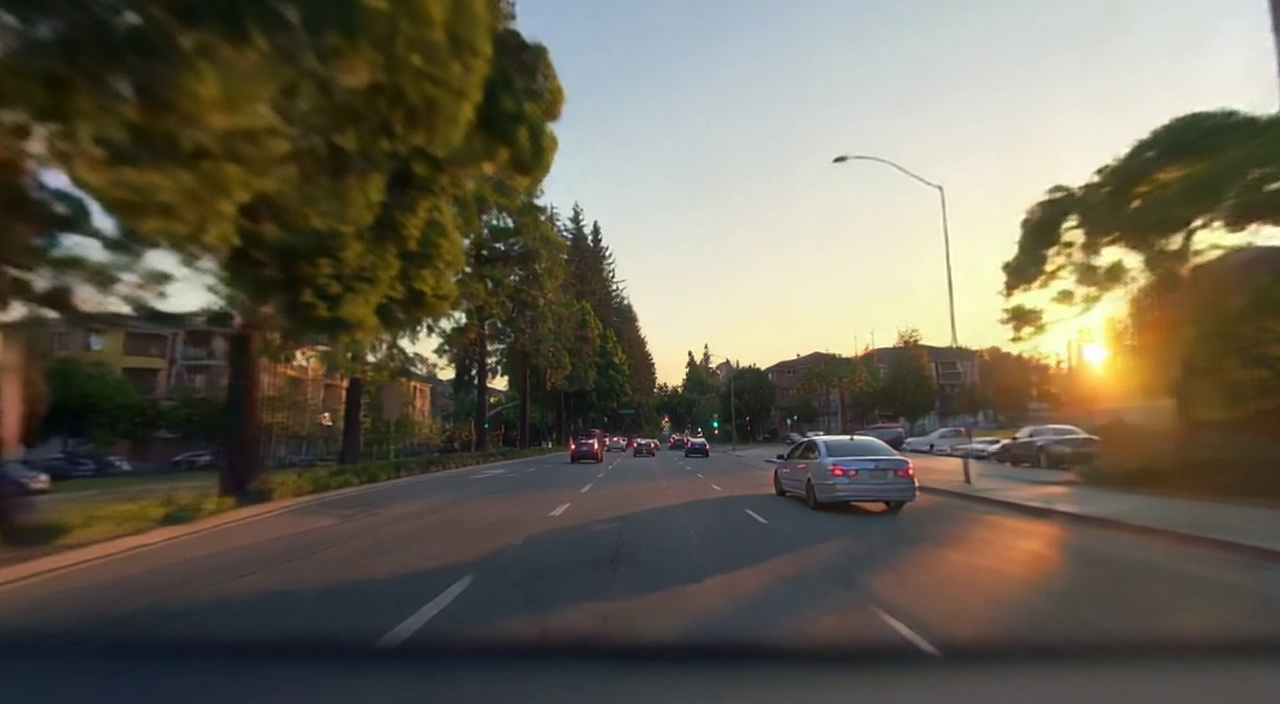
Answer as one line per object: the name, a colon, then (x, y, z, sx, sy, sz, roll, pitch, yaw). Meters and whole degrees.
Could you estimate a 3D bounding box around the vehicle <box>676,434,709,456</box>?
vehicle: (4.026, 7.235, 49.034, 2.137, 1.646, 4.488, 0, -9, 0)

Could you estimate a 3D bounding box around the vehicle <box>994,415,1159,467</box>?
vehicle: (15.748, 3.257, 22.953, 4.410, 1.795, 2.078, 0, -9, -1)

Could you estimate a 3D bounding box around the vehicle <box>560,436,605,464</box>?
vehicle: (-3.190, 5.592, 35.987, 2.049, 1.485, 4.656, 0, -8, 1)

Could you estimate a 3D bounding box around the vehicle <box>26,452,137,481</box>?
vehicle: (-31.044, 6.325, 35.108, 2.067, 1.497, 4.306, -8, -12, 42)

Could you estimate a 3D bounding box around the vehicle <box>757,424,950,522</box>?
vehicle: (3.730, 2.217, 12.092, 2.128, 1.502, 4.572, 0, -9, 1)
